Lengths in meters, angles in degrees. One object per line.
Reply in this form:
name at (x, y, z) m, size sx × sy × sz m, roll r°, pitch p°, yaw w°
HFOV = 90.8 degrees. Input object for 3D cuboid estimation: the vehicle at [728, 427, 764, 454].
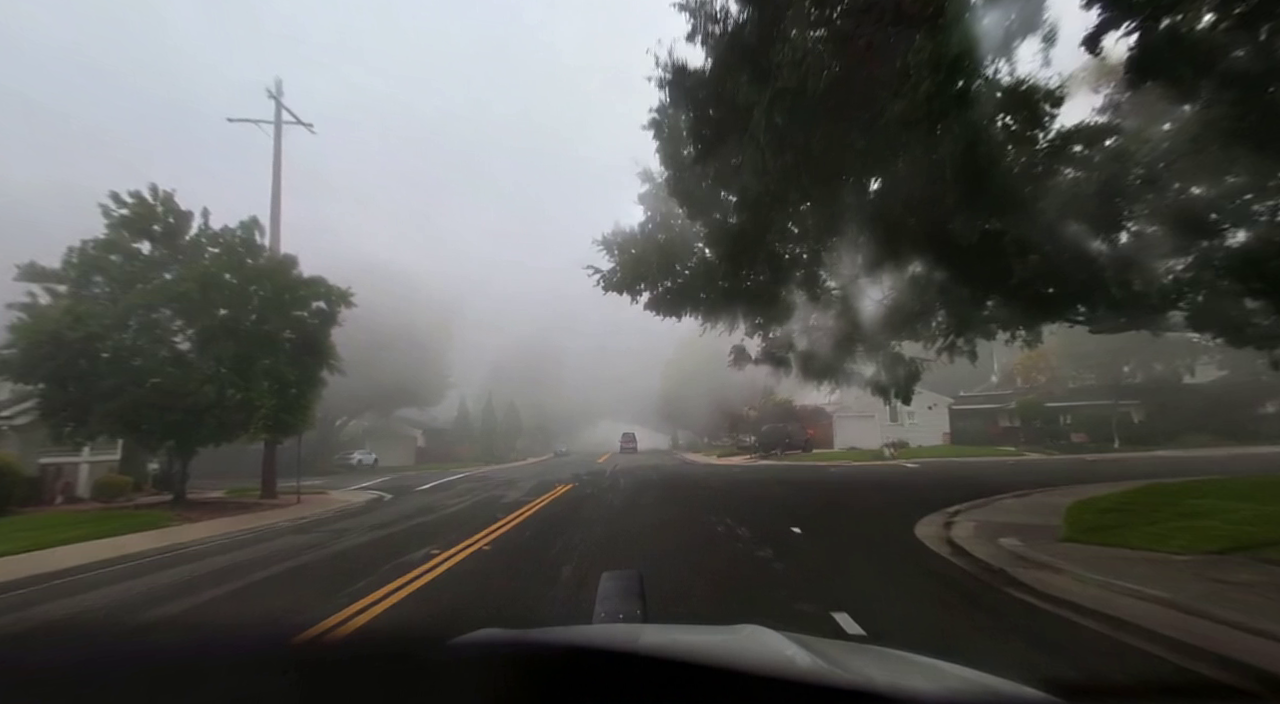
vehicle at (7.597, 6.443, 45.700) m, size 2.130 × 1.836 × 4.464 m, roll -1°, pitch -9°, yaw 5°

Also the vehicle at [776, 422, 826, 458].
vehicle at (9.434, 5.247, 37.484) m, size 2.333 × 1.933 × 5.662 m, roll -1°, pitch -9°, yaw 9°

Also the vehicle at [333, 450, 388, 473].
vehicle at (-20.176, 7.886, 45.791) m, size 1.917 × 1.499 × 4.569 m, roll 0°, pitch -8°, yaw 0°

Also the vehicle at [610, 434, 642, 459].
vehicle at (-0.988, 6.715, 44.969) m, size 2.116 × 1.711 × 4.155 m, roll 0°, pitch -8°, yaw -1°

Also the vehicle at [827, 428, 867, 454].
vehicle at (12.745, 5.533, 39.064) m, size 1.972 × 1.528 × 3.891 m, roll -2°, pitch -9°, yaw 13°
